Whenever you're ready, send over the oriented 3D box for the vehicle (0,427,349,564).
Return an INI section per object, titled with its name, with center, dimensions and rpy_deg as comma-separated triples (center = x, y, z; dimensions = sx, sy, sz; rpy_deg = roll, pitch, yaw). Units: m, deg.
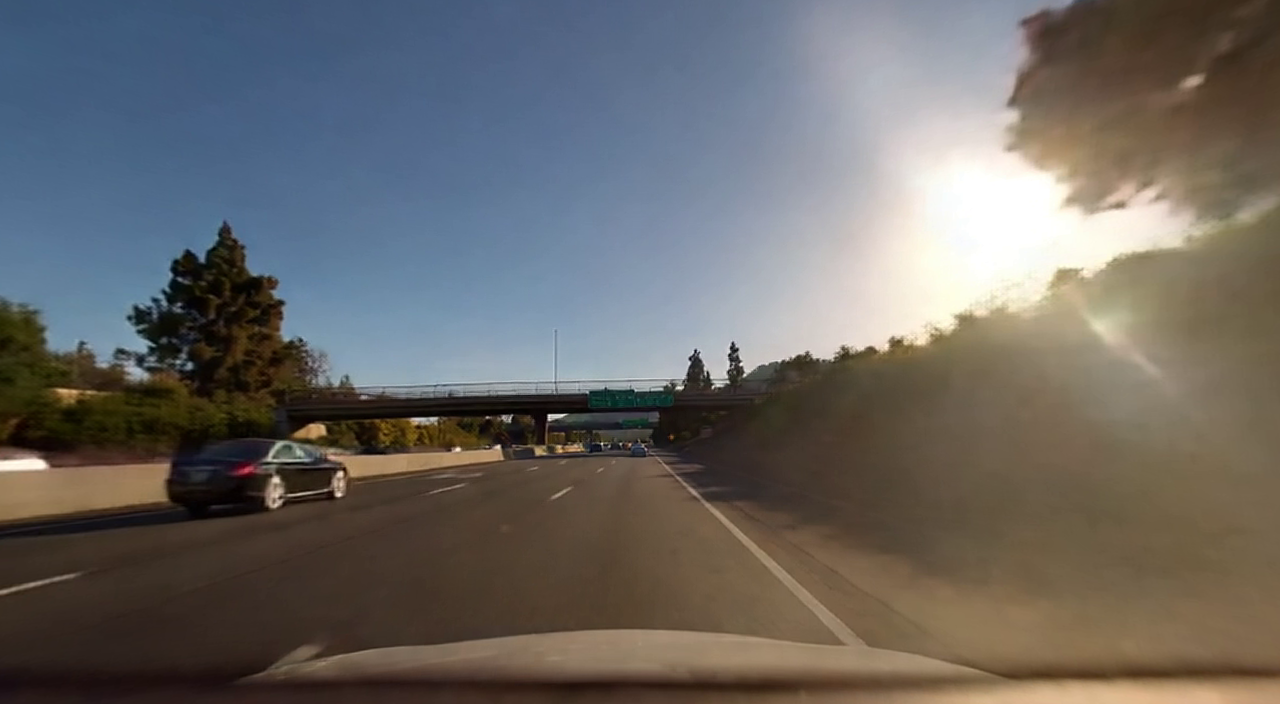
[vehicle]
center = -6.633, 2.004, 9.661
dimensions = 1.916, 1.545, 4.757
rpy_deg = 0, -8, 2
